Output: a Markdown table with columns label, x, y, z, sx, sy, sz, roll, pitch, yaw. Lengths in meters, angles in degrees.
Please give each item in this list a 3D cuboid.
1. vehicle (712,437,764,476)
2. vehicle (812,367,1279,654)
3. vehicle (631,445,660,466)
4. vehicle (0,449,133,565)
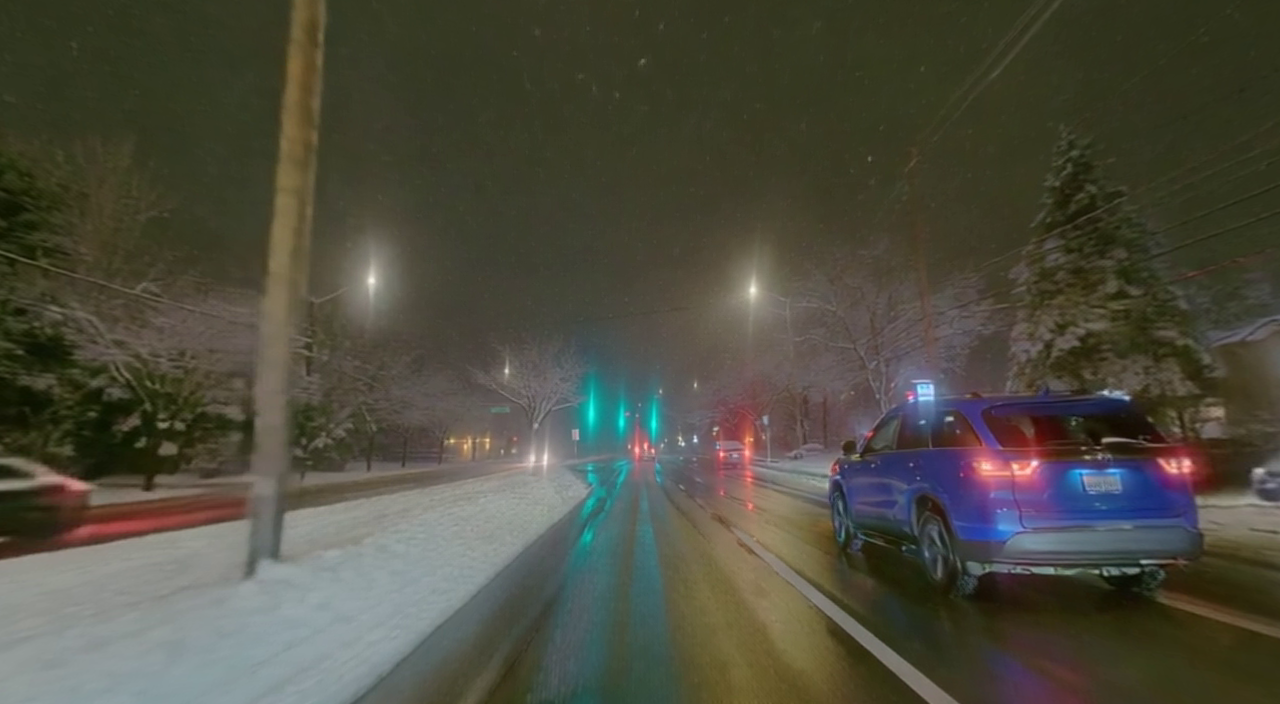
| label | x | y | z | sx | sy | sz | roll | pitch | yaw |
| --- | --- | --- | --- | --- | --- | --- | --- | --- | --- |
| vehicle | 4.912 | 5.351 | 32.382 | 2.085 | 1.828 | 5.383 | 0 | -9 | 3 |
| vehicle | 3.381 | 1.351 | 6.354 | 2.033 | 1.865 | 4.360 | 0 | -9 | 0 |
| vehicle | 0.422 | 7.949 | 48.437 | 2.131 | 1.474 | 4.146 | 0 | -9 | 1 |
| vehicle | -9.233 | 2.010 | 8.166 | 1.932 | 1.483 | 4.246 | 1 | -9 | -4 |
